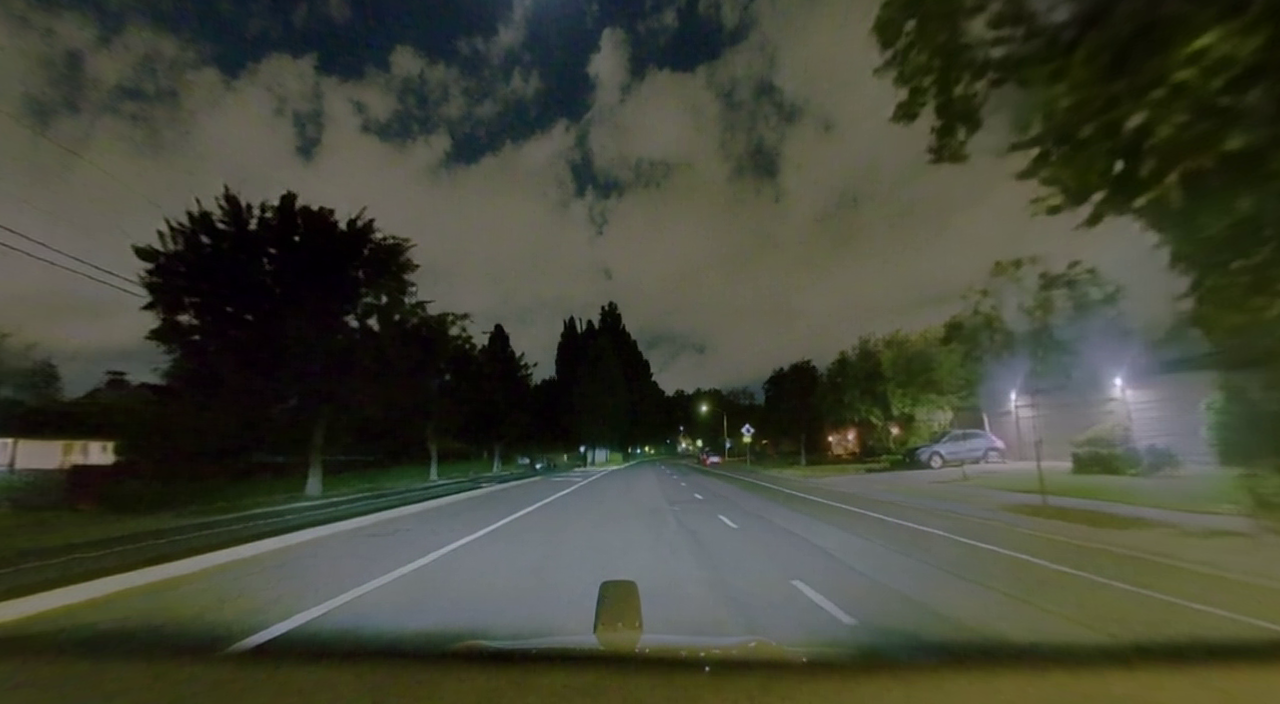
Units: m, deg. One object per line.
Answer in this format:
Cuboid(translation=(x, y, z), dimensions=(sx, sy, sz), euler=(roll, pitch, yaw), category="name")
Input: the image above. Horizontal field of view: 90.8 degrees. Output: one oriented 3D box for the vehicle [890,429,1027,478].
Cuboid(translation=(13.530, 4.359, 27.094), dimensions=(4.711, 1.979, 2.019), euler=(-1, -9, 4), category="vehicle")
